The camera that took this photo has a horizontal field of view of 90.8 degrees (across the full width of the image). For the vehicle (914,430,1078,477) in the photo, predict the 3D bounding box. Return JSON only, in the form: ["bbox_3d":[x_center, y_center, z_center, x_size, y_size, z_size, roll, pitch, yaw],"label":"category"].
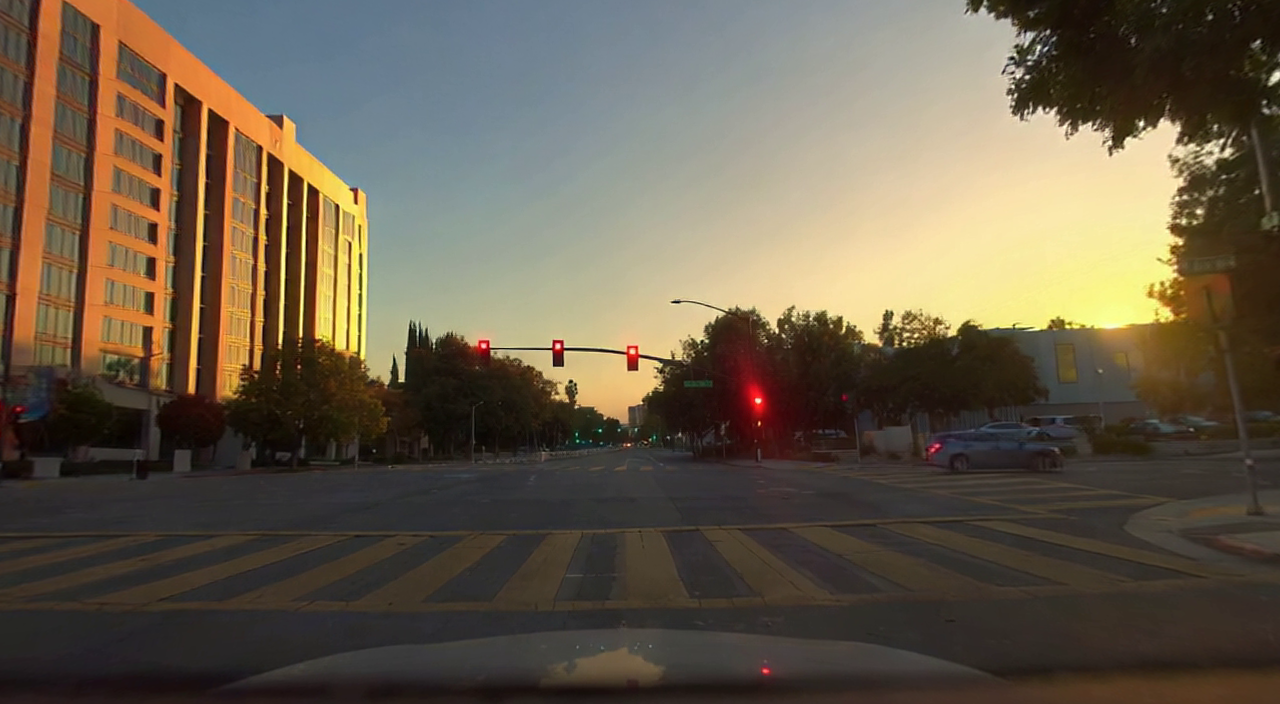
[{"bbox_3d":[14.449,4.173,25.962,5.357,1.814,2.141,-1,-8,3],"label":"vehicle"}]
